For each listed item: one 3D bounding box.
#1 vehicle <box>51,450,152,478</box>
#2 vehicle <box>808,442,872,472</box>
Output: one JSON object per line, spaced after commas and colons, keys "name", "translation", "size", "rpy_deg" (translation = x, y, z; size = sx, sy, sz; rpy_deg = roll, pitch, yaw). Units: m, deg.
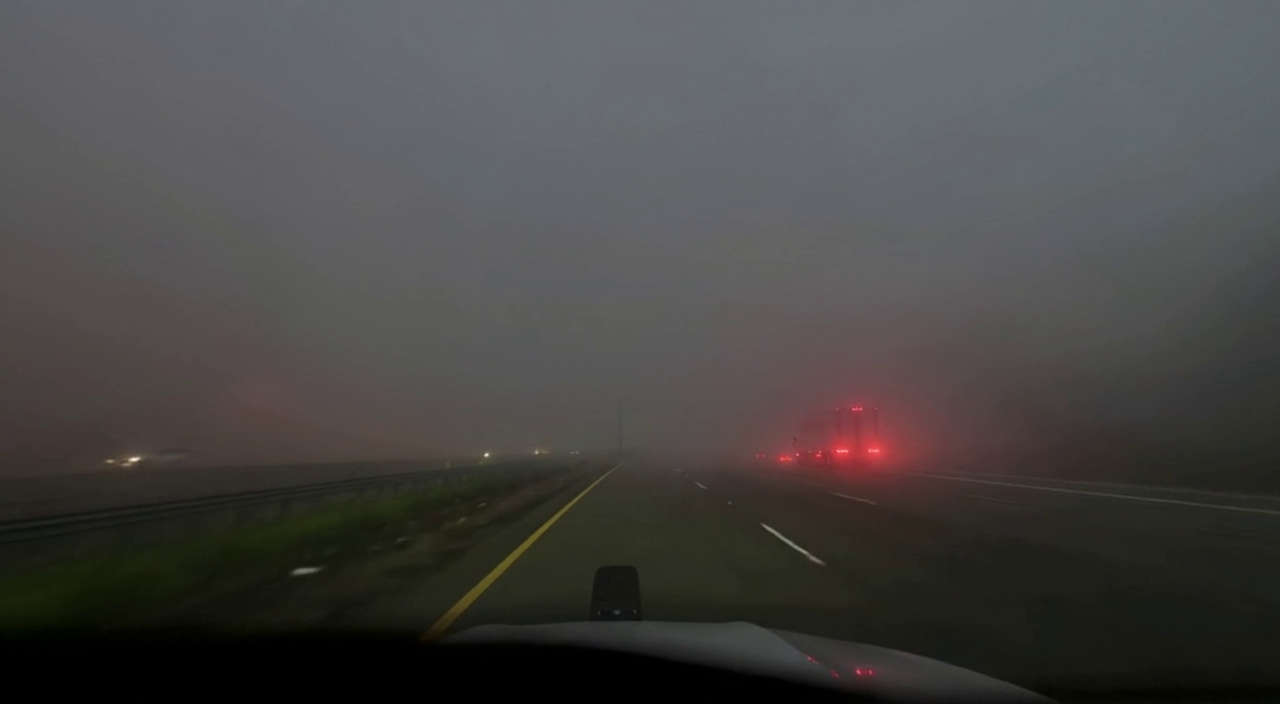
{"name": "vehicle", "translation": [-37.662, 7.810, 44.468], "size": [2.108, 1.819, 5.658], "rpy_deg": [0, -9, 0]}
{"name": "vehicle", "translation": [11.284, 5.939, 35.980], "size": [2.229, 1.599, 4.253], "rpy_deg": [0, -9, -1]}
